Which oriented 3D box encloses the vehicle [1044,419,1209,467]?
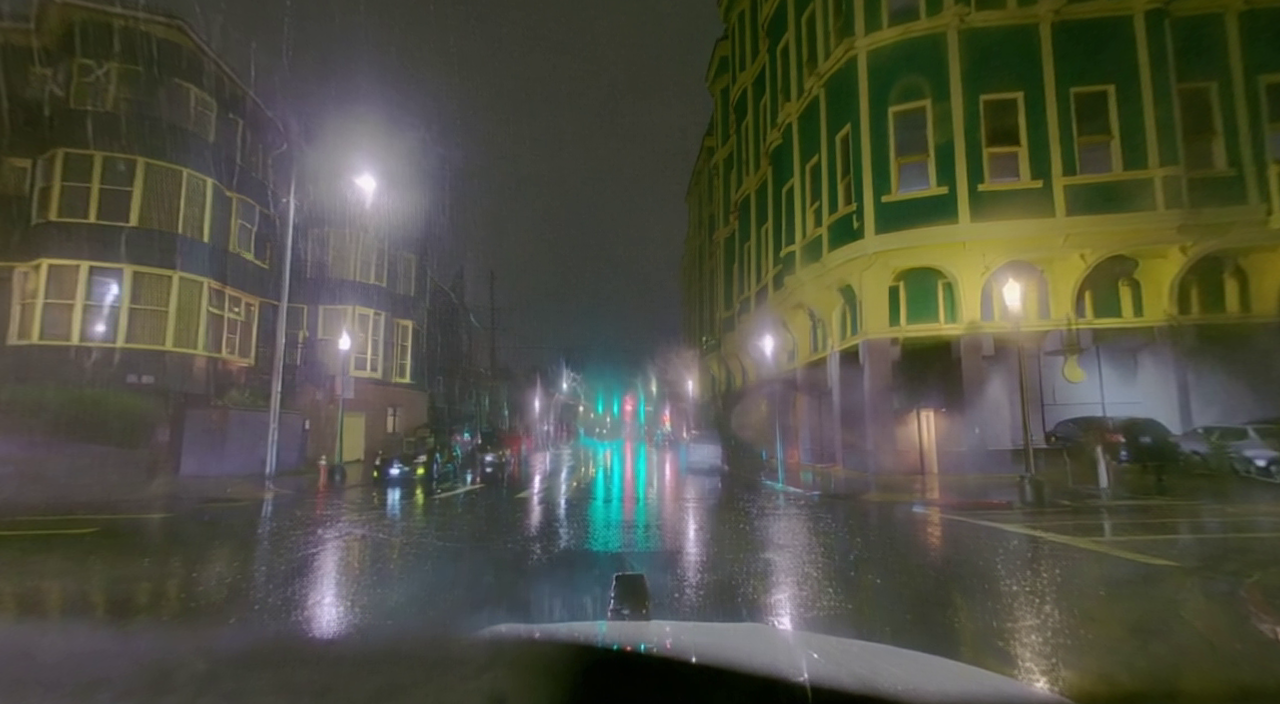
[{"bbox_3d":[15.420,2.914,20.140,3.752,1.453,1.709,0,-9,2],"label":"vehicle"}]

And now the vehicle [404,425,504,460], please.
[{"bbox_3d":[-11.427,5.591,38.882,5.540,1.950,2.113,4,-12,-28],"label":"vehicle"}]

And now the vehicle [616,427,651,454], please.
[{"bbox_3d":[-0.456,6.410,45.664,2.412,1.834,4.636,0,-8,0],"label":"vehicle"}]

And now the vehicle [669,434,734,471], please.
[{"bbox_3d":[2.527,4.295,27.059,2.290,1.456,4.503,0,-9,-1],"label":"vehicle"}]
